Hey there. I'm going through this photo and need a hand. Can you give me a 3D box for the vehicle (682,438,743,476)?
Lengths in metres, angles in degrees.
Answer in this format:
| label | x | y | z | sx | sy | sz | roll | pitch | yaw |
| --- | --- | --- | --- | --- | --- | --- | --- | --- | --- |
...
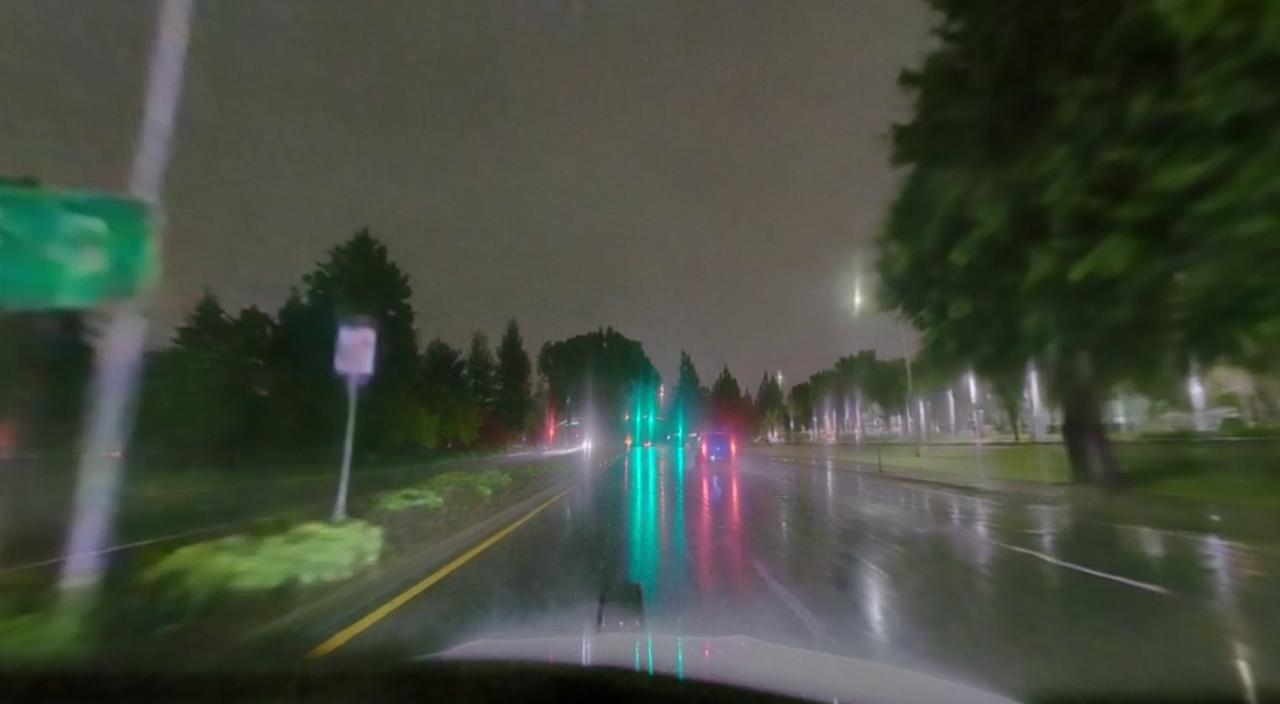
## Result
| label | x | y | z | sx | sy | sz | roll | pitch | yaw |
| --- | --- | --- | --- | --- | --- | --- | --- | --- | --- |
| vehicle | 3.053 | 4.516 | 27.364 | 2.056 | 1.483 | 4.091 | 0 | -8 | -1 |
